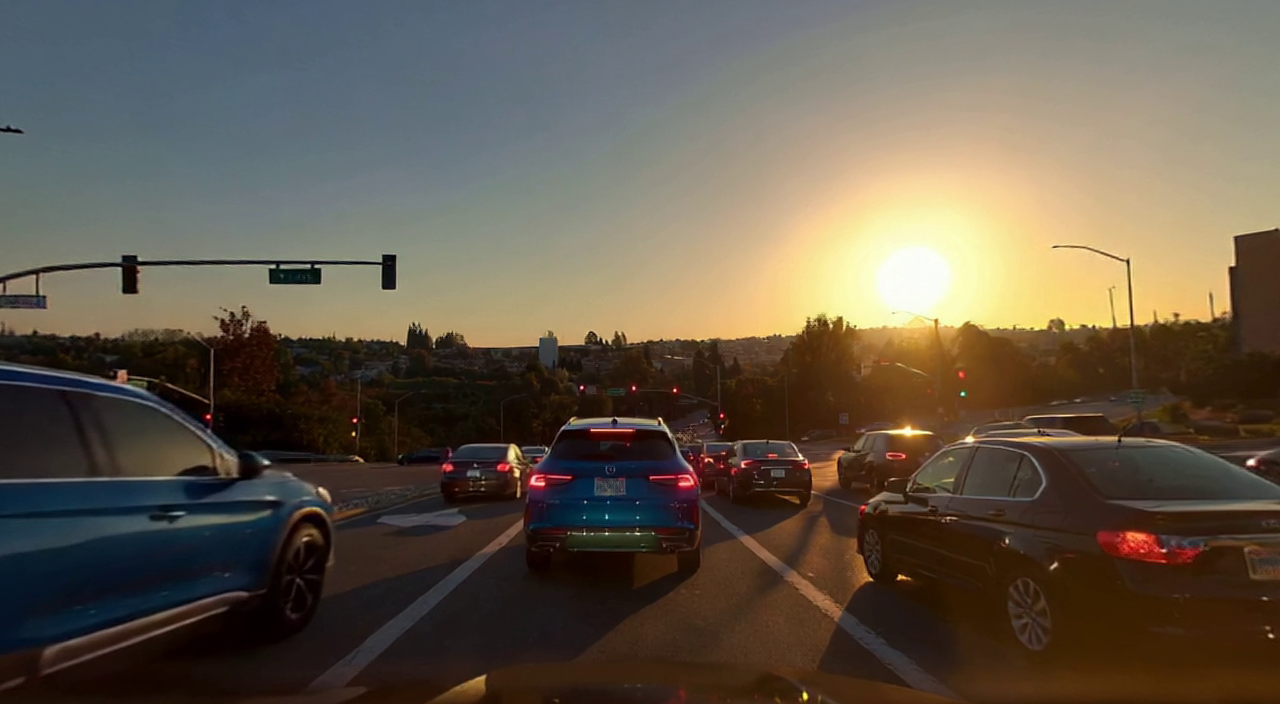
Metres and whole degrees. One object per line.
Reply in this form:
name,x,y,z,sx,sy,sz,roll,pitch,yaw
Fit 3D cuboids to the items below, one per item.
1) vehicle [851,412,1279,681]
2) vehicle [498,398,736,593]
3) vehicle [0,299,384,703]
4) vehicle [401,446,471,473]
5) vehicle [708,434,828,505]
vehicle,3.621,1.394,5.701,1.861,1.478,4.185,0,-8,-2
vehicle,-0.265,1.553,7.628,2.101,1.707,3.904,0,-8,-2
vehicle,-3.279,0.827,2.824,2.186,1.794,4.972,0,-8,0
vehicle,-11.994,6.232,37.000,4.369,1.466,1.791,-7,-11,40
vehicle,2.996,2.853,15.777,1.950,1.506,4.086,0,-8,-3
